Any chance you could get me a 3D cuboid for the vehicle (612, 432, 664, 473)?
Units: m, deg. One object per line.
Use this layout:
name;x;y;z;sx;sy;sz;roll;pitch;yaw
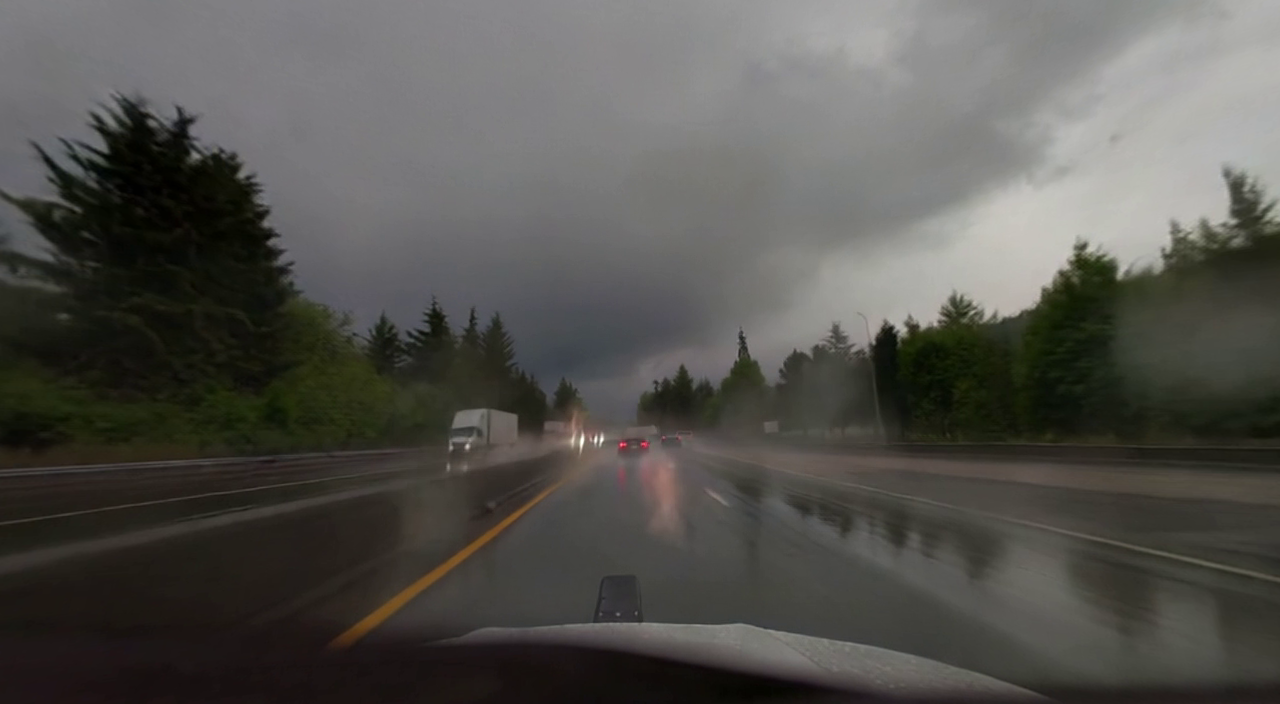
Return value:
vehicle;-0.131;3.924;24.955;1.897;1.479;3.724;0;-8;-1
